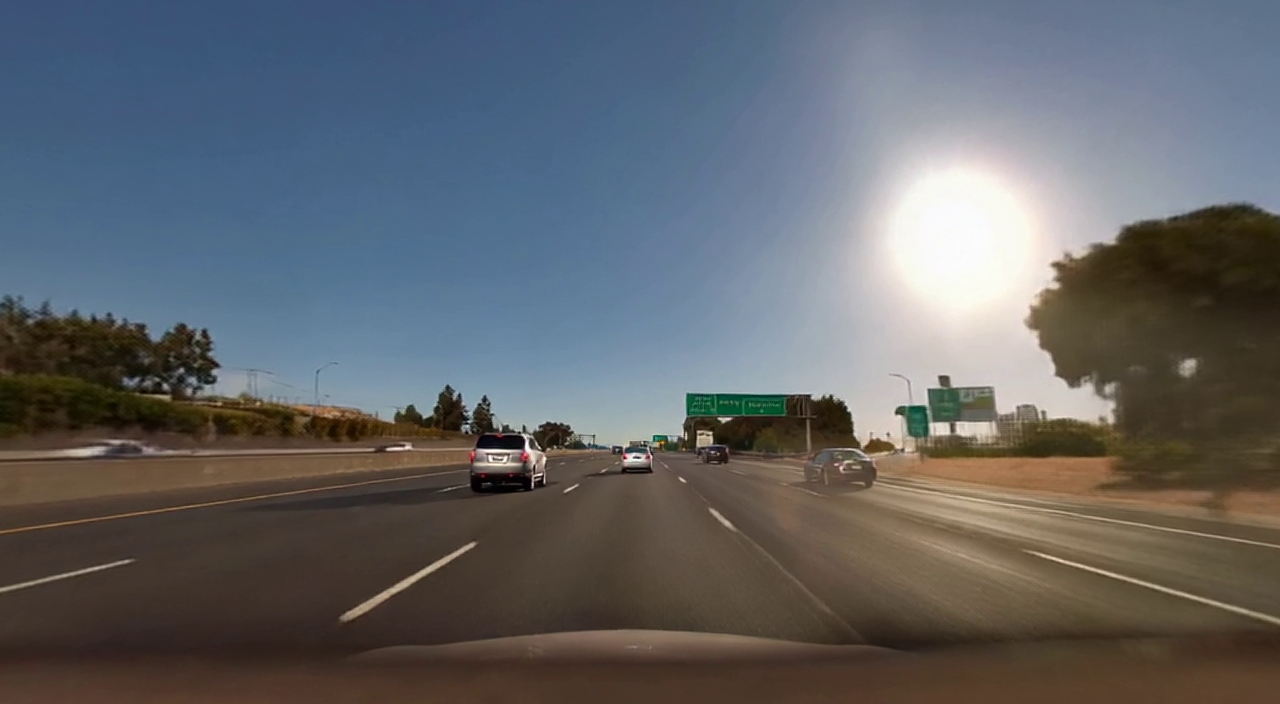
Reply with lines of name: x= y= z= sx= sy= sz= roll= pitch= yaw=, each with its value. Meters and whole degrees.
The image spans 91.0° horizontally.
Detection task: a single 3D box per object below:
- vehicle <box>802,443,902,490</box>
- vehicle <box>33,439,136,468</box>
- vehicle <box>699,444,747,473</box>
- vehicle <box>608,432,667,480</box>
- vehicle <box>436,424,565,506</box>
vehicle: x=7.234 y=3.943 z=22.017 sx=1.936 sy=1.480 sz=4.373 roll=0 pitch=-9 yaw=0
vehicle: x=-33.688 y=6.157 z=38.365 sx=1.934 sy=1.644 sz=4.487 roll=-1 pitch=-9 yaw=4
vehicle: x=4.400 y=5.721 z=34.042 sx=2.005 sy=1.456 sz=4.287 roll=0 pitch=-9 yaw=0
vehicle: x=-0.074 y=4.418 z=26.923 sx=2.270 sy=1.862 sz=4.949 roll=0 pitch=-9 yaw=1
vehicle: x=-3.281 y=2.771 z=15.809 sx=2.142 sy=1.759 sz=4.297 roll=0 pitch=-9 yaw=1
